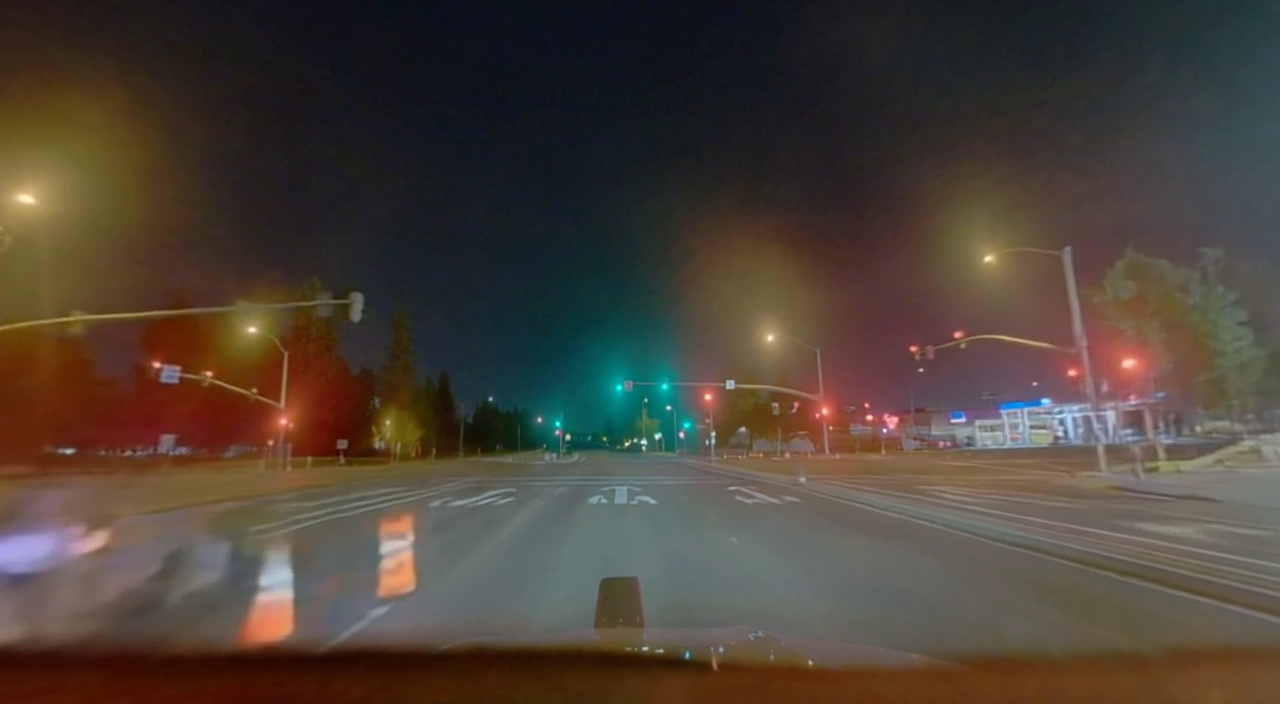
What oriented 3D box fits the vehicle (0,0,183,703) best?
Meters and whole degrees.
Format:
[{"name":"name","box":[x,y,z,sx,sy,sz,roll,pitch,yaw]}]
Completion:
[{"name":"vehicle","box":[-3.930,-0.104,1.974,2.637,3.576,3.006,-1,-7,-1]}]
